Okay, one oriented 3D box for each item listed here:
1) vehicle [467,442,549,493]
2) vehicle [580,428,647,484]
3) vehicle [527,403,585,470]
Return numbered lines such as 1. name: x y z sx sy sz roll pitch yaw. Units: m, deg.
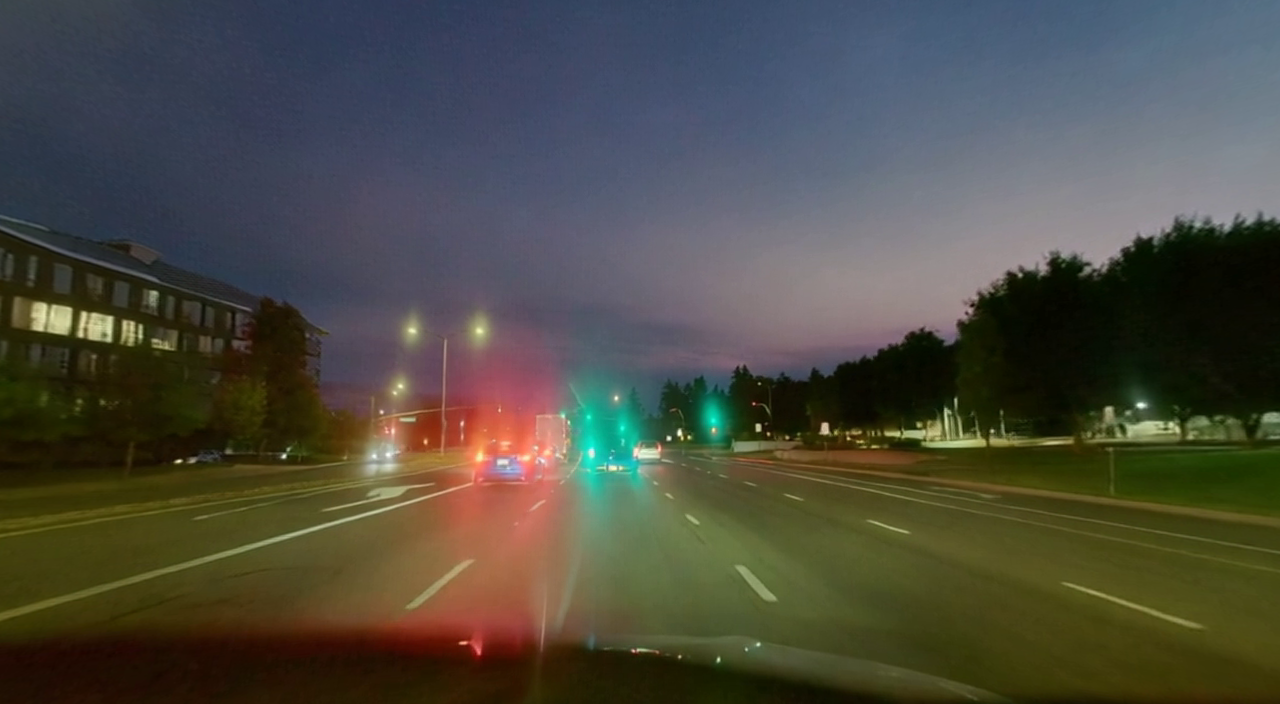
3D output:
1. vehicle: -4.134 3.663 20.502 1.904 1.460 4.300 0 -8 -2
2. vehicle: -1.019 3.834 23.537 2.260 1.872 4.578 0 -8 -3
3. vehicle: -5.321 5.734 42.383 2.918 3.741 13.683 1 -8 -4
